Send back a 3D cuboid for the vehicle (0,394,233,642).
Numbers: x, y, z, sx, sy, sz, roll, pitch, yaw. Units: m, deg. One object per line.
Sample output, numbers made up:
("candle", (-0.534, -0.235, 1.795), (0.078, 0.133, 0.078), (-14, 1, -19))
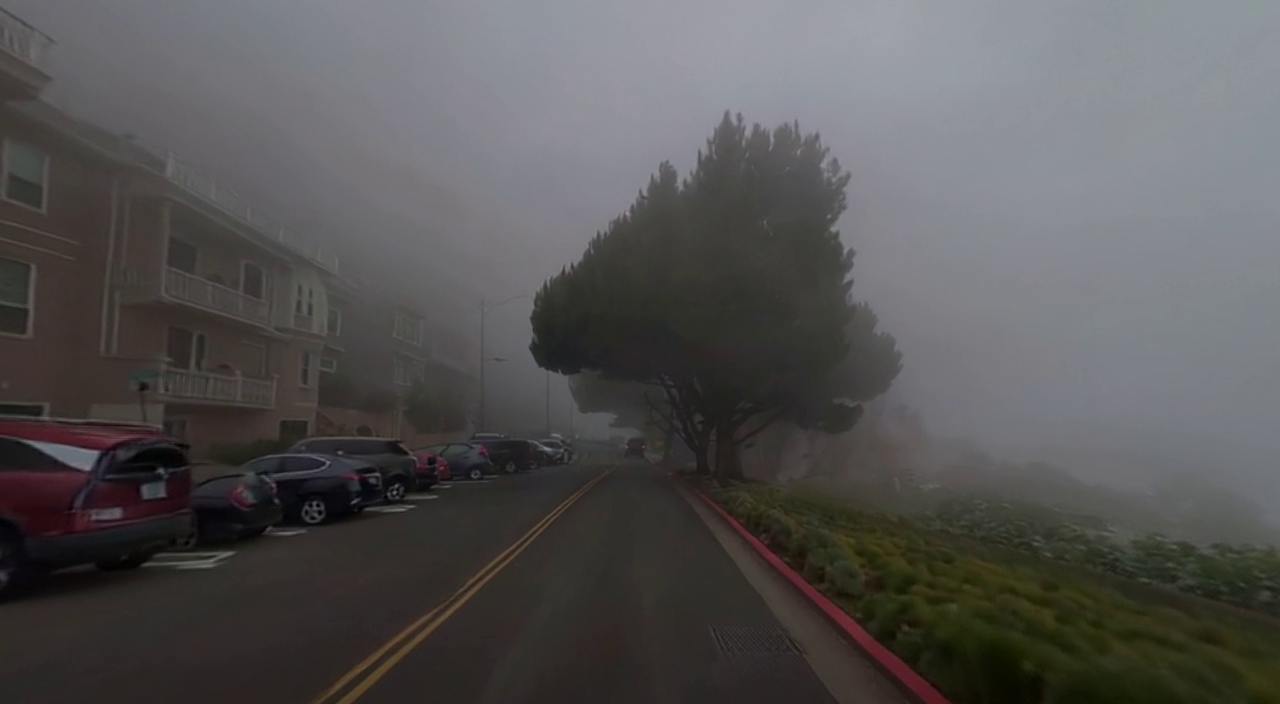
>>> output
("vehicle", (-7.444, 1.530, 6.460), (4.981, 1.975, 2.296), (-1, -9, 4))
